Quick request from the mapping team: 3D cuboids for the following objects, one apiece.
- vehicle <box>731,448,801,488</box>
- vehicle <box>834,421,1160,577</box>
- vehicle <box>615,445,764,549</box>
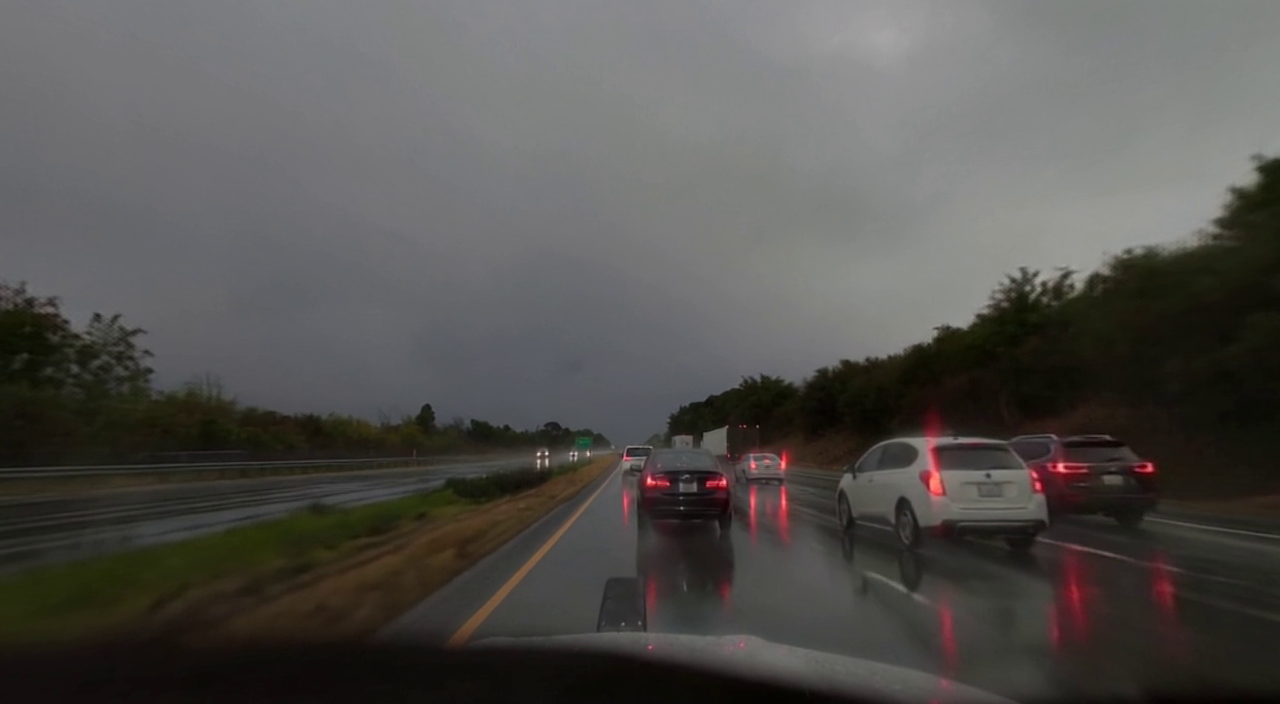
[{"bbox_3d":[5.134,4.786,26.302,1.908,1.500,4.157,0,-9,-2],"label":"vehicle"},{"bbox_3d":[4.599,1.959,9.208,1.998,1.657,4.604,0,-9,-1],"label":"vehicle"},{"bbox_3d":[0.663,2.332,10.770,2.094,1.426,3.725,0,-9,-1],"label":"vehicle"}]
